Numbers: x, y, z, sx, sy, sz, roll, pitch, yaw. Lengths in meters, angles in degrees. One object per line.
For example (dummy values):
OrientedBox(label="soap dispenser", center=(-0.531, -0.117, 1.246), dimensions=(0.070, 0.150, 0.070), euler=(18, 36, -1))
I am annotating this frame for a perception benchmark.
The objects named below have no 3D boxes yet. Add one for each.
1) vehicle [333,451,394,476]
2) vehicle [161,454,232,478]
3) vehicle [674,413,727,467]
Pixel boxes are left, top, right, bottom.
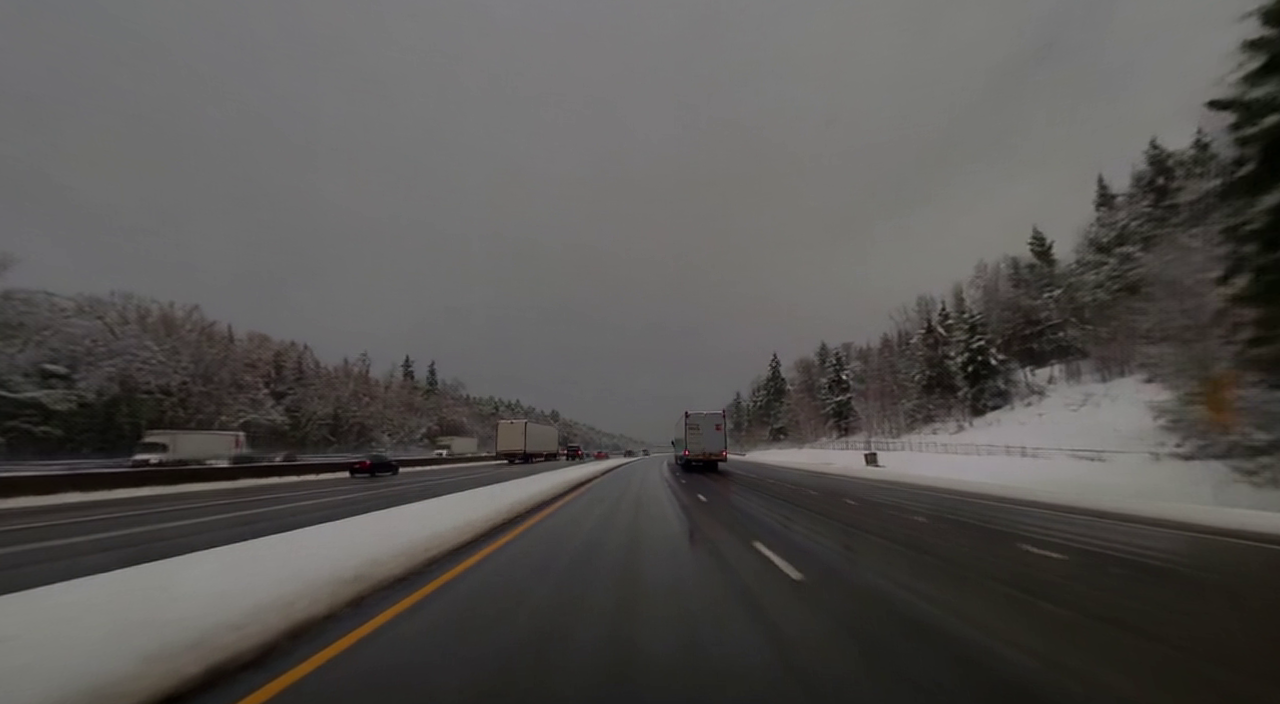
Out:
OrientedBox(label="vehicle", center=(-17.622, 7.095, 40.382), dimensions=(1.833, 1.438, 4.011), euler=(-1, -9, 5))
OrientedBox(label="vehicle", center=(-29.229, 7.489, 41.715), dimensions=(1.805, 1.458, 3.709), euler=(-1, -9, 5))
OrientedBox(label="vehicle", center=(4.442, 6.971, 49.170), dimensions=(2.928, 3.595, 13.975), euler=(0, -9, 1))
